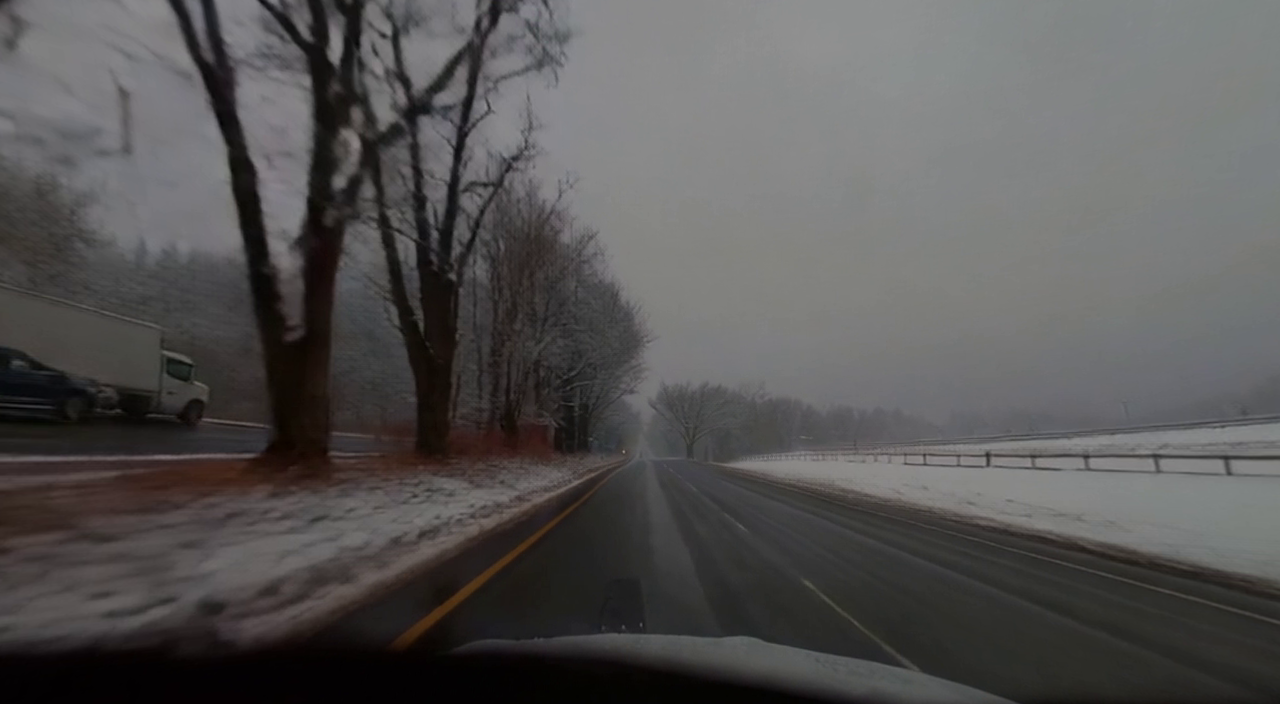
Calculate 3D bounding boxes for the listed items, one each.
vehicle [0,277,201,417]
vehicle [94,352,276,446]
[{"bbox_3d":[-24.653,-0.333,23.971,3.314,4.163,16.558,-1,-11,3],"label":"vehicle"},{"bbox_3d":[-23.738,2.657,33.772,3.022,4.324,8.607,-1,-7,2],"label":"vehicle"}]
